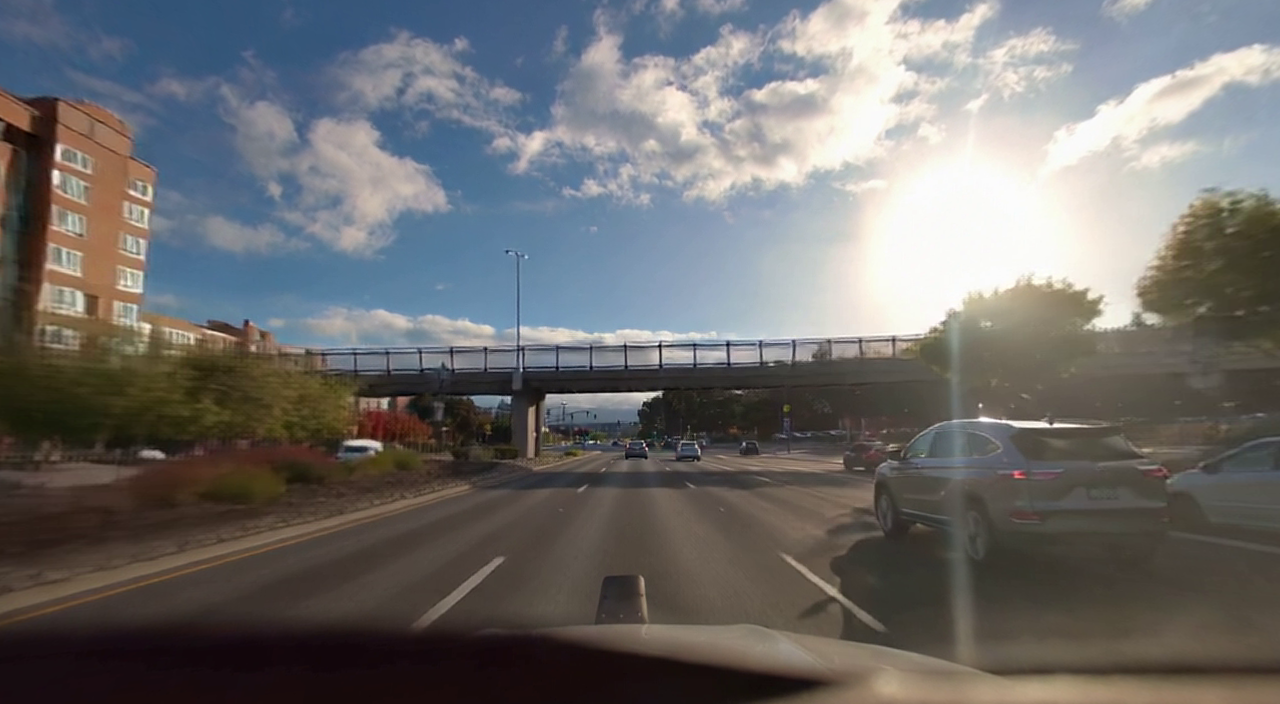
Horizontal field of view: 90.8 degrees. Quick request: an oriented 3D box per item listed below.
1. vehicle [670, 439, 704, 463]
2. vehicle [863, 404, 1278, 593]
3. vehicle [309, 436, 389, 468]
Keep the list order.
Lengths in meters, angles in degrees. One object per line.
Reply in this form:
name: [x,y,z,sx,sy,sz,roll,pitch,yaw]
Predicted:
vehicle: [3.436,7.358,46.935,2.165,1.708,3.928,0,-9,0]
vehicle: [4.835,1.711,8.273,2.130,1.741,4.665,0,-9,0]
vehicle: [-16.433,5.670,35.974,2.077,1.676,4.921,0,-9,2]
